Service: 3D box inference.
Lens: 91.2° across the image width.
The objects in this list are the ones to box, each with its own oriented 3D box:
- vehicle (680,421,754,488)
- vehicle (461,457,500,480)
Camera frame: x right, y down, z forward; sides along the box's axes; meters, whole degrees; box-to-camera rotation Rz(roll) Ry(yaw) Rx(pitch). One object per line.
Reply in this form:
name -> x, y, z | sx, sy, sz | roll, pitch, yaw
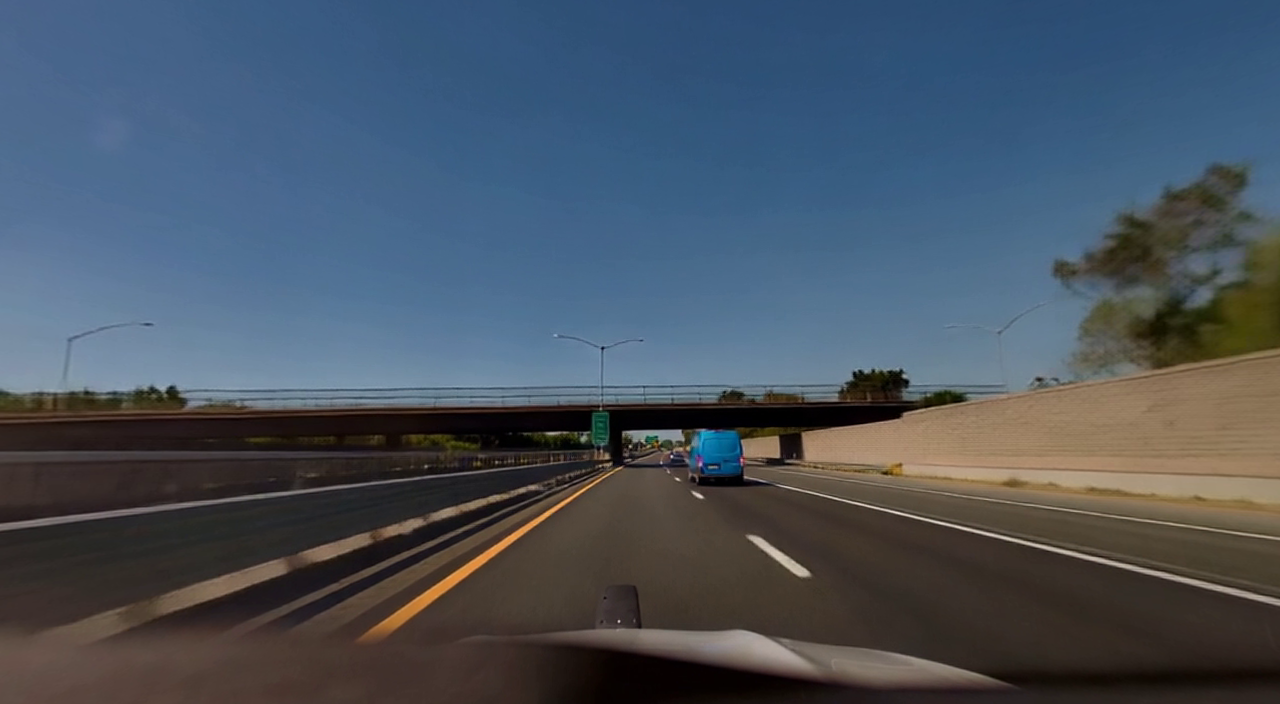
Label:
vehicle -> 3.224, 4.459, 27.483 | 2.560, 2.598, 5.581 | -1, -9, 1
vehicle -> -12.162, 8.920, 48.042 | 1.890, 1.593, 4.054 | -1, -9, 1
